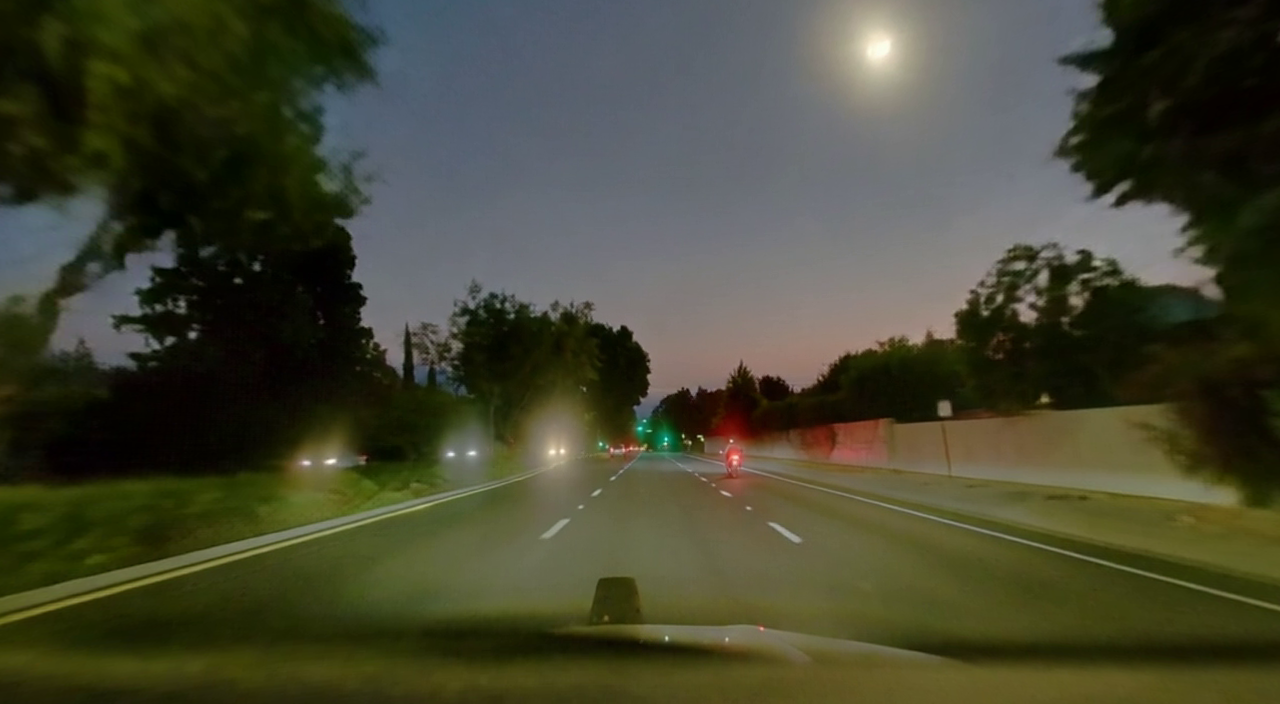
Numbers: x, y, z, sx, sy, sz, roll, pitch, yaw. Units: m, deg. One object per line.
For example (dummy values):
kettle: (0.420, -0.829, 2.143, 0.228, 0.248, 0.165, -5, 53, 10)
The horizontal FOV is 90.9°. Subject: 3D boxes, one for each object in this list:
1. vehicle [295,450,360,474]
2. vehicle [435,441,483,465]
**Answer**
vehicle: (-20.785, 7.309, 42.139, 1.888, 1.487, 4.721, -1, -8, 1)
vehicle: (-13.195, 7.398, 46.318, 2.103, 1.699, 4.474, 0, -8, 1)
